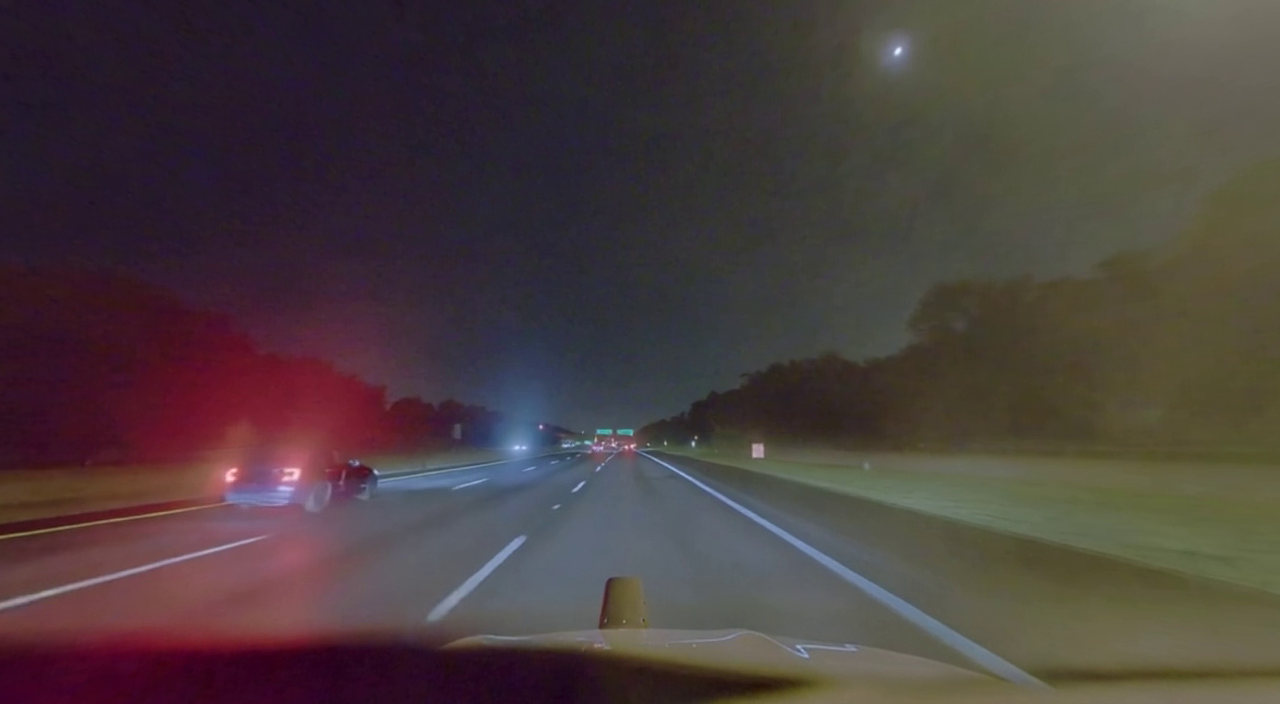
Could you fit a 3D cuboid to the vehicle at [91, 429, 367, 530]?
[{"bbox_3d":[-6.929,2.174,11.367,2.053,1.452,4.347,0,-8,0],"label":"vehicle"}]
